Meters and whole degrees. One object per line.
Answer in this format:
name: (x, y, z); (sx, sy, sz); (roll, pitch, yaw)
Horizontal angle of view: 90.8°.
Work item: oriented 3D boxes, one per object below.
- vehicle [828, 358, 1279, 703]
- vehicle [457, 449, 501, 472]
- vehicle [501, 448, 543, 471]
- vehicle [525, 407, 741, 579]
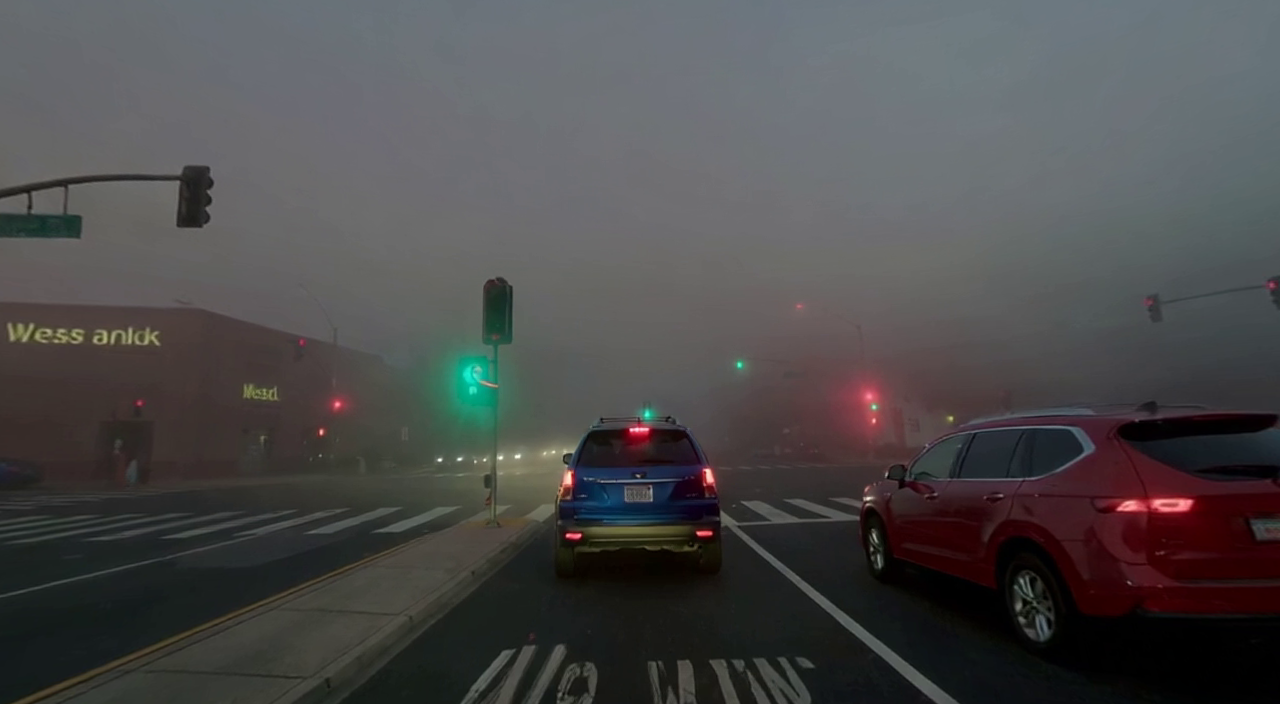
vehicle: (3.208, 1.186, 5.004); (2.040, 1.674, 4.455); (0, -9, 0)
vehicle: (-11.808, 7.979, 46.672); (2.005, 1.596, 4.342); (-1, -9, 1)
vehicle: (-8.517, 7.793, 45.978); (2.163, 1.529, 4.210); (0, -9, 1)
vehicle: (-0.116, 1.795, 8.859); (2.238, 1.762, 4.445); (0, -9, -1)
